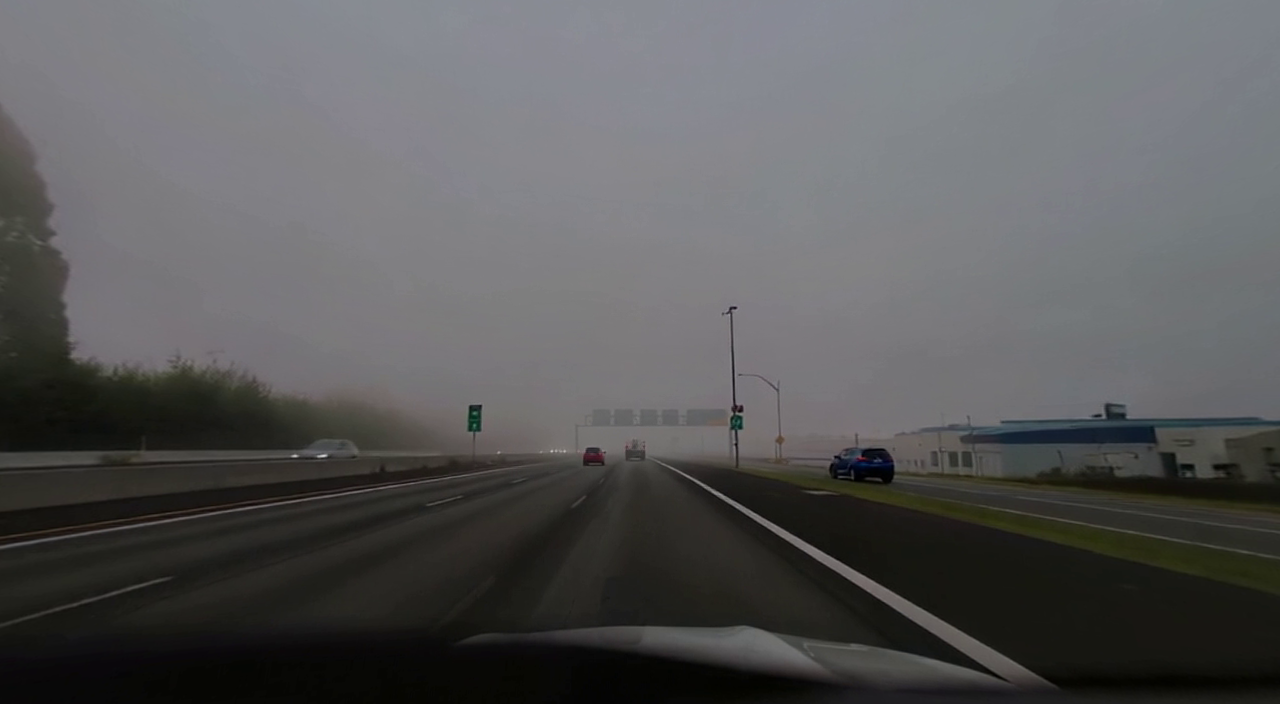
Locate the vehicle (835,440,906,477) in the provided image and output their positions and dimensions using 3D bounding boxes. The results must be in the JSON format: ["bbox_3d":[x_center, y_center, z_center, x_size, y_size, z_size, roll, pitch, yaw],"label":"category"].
[{"bbox_3d":[15.328,7.106,42.320,2.411,2.326,5.300,0,-9,-4],"label":"vehicle"}]

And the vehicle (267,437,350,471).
[{"bbox_3d":[-19.278,5.951,37.024,2.107,1.810,5.134,0,-9,0],"label":"vehicle"}]
